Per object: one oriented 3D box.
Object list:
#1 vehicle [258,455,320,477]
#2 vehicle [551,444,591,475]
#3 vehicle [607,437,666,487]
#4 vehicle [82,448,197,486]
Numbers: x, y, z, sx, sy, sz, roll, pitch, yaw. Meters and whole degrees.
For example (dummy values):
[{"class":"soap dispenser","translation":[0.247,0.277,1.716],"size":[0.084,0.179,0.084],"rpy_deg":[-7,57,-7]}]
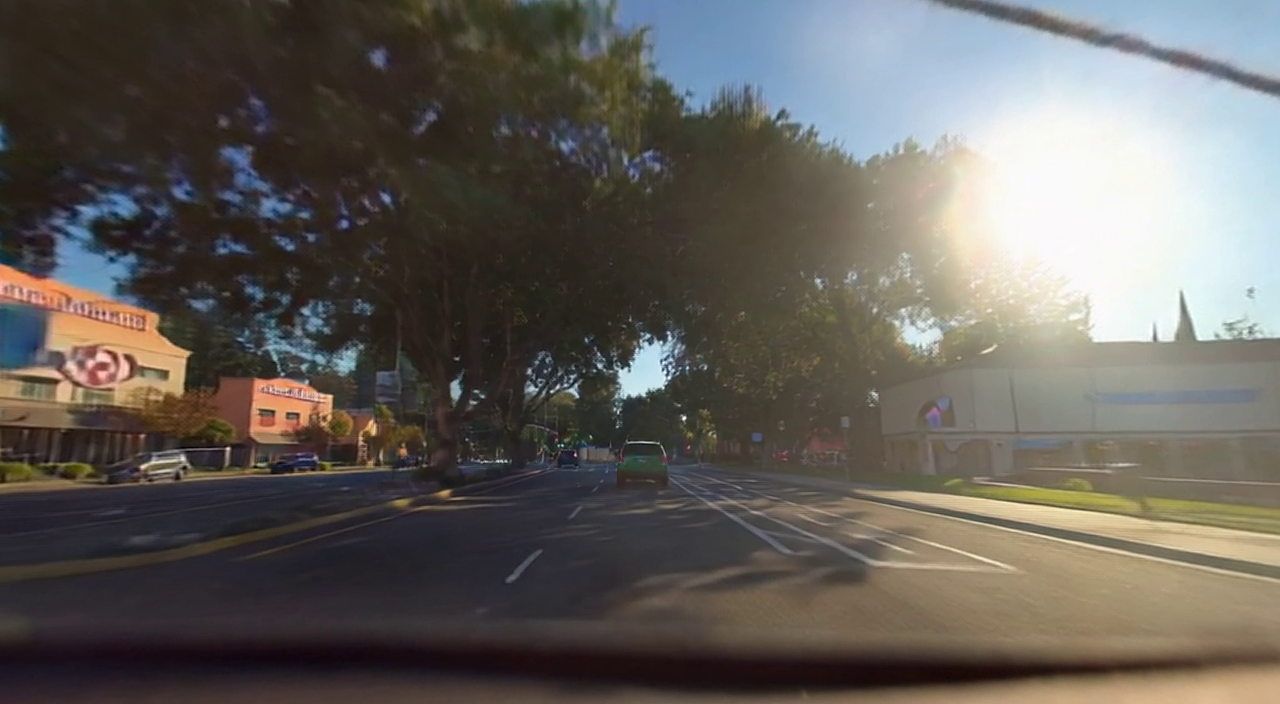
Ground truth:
[{"class":"vehicle","translation":[-26.851,8.726,48.516],"size":[1.955,1.540,5.041],"rpy_deg":[0,-9,-1]},{"class":"vehicle","translation":[-4.466,7.038,41.657],"size":[2.202,1.856,4.516],"rpy_deg":[0,-8,-1]},{"class":"vehicle","translation":[-0.197,4.640,27.093],"size":[2.273,1.909,5.075],"rpy_deg":[0,-9,-1]},{"class":"vehicle","translation":[-26.217,6.012,33.390],"size":[2.111,1.839,4.932],"rpy_deg":[0,-9,-2]}]
